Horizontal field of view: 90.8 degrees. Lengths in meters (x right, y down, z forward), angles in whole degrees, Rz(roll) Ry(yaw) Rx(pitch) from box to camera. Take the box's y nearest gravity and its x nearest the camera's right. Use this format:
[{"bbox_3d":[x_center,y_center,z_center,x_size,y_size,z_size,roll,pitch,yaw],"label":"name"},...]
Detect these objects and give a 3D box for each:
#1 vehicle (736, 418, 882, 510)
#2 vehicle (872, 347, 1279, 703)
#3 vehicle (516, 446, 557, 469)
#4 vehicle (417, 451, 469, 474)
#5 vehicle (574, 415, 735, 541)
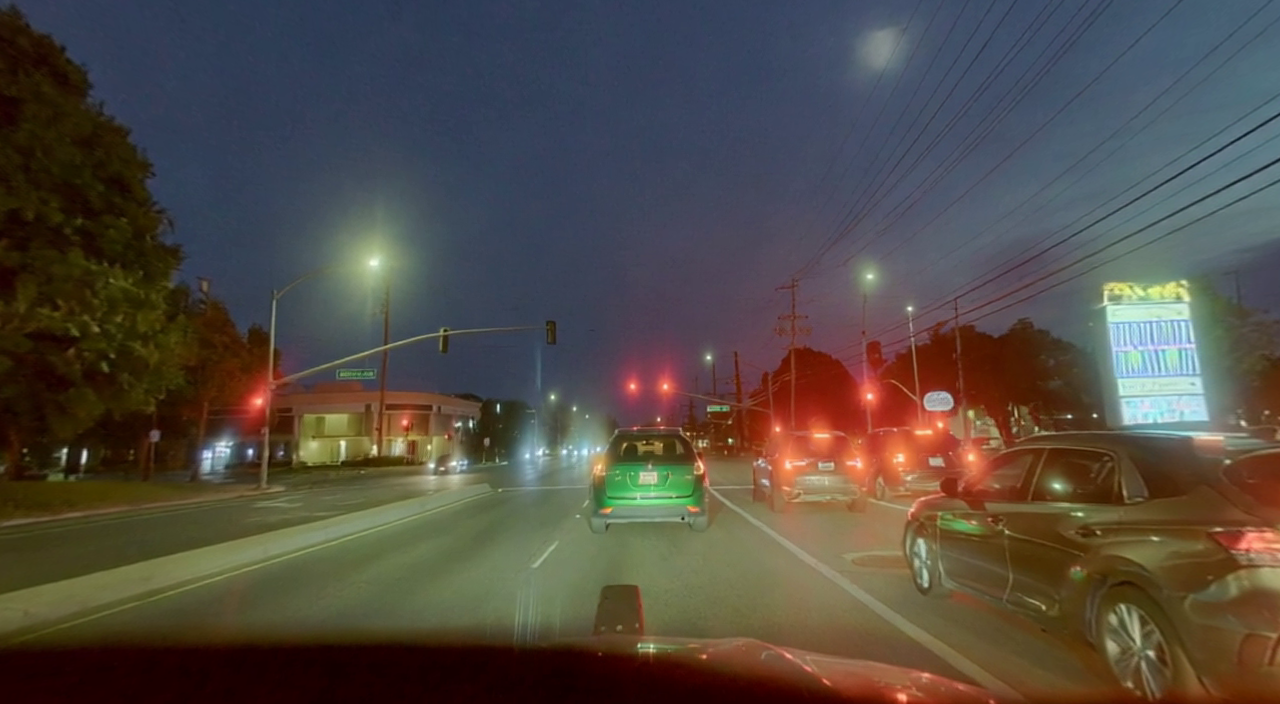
[{"bbox_3d":[3.700,2.575,14.904,2.060,1.789,4.712,0,-9,-1],"label":"vehicle"},{"bbox_3d":[3.325,1.081,4.162,1.998,1.620,4.267,0,-9,1],"label":"vehicle"},{"bbox_3d":[-7.251,7.396,44.498,2.057,1.461,4.485,0,-9,1],"label":"vehicle"},{"bbox_3d":[-13.554,7.576,43.670,2.045,1.453,4.624,0,-9,1],"label":"vehicle"},{"bbox_3d":[0.193,1.991,10.537,2.149,1.668,3.962,0,-9,0],"label":"vehicle"}]
